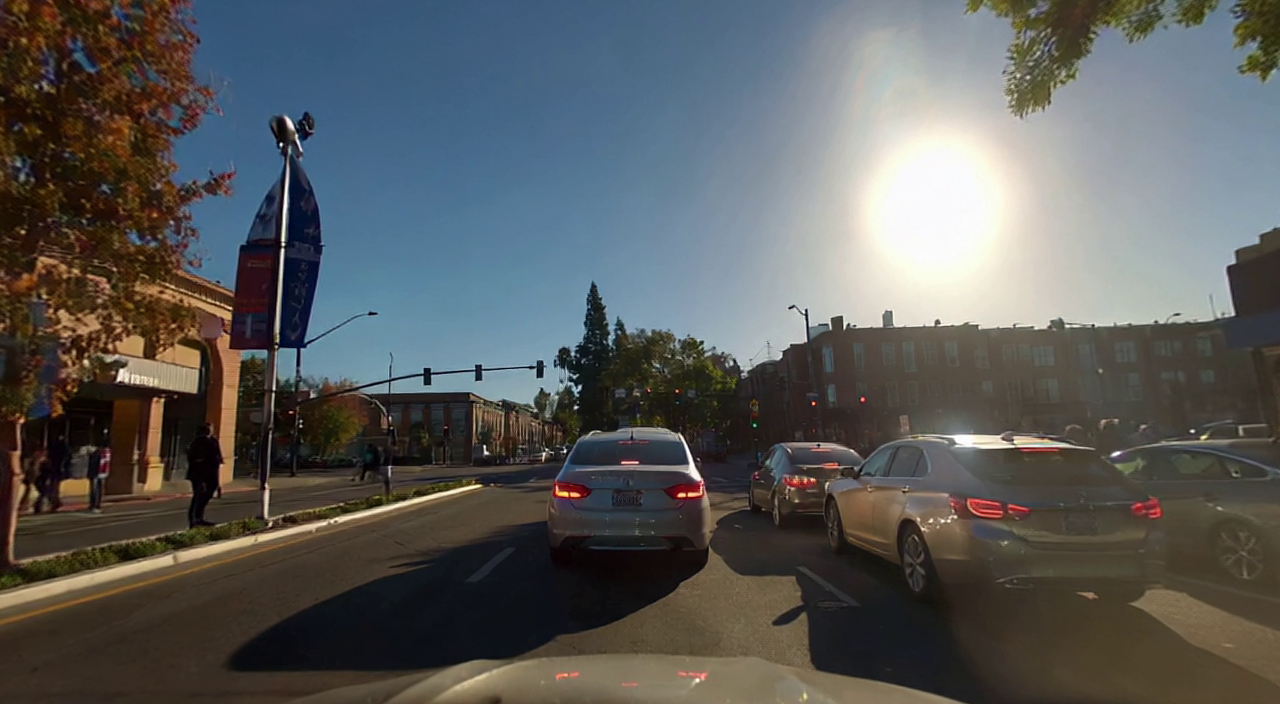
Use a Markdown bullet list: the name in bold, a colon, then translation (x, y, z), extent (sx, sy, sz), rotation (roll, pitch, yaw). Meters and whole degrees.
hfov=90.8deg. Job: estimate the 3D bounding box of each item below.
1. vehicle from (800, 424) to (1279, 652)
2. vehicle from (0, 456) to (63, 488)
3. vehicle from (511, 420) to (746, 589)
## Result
- **vehicle**: translation (3.213, 1.548, 6.426), extent (1.912, 1.454, 4.537), rotation (0, -9, -1)
- **vehicle**: translation (-31.726, 5.992, 31.563), extent (1.913, 1.531, 4.000), rotation (-9, -12, 43)
- **vehicle**: translation (-0.135, 1.685, 7.800), extent (2.118, 1.512, 4.013), rotation (0, -9, -1)
